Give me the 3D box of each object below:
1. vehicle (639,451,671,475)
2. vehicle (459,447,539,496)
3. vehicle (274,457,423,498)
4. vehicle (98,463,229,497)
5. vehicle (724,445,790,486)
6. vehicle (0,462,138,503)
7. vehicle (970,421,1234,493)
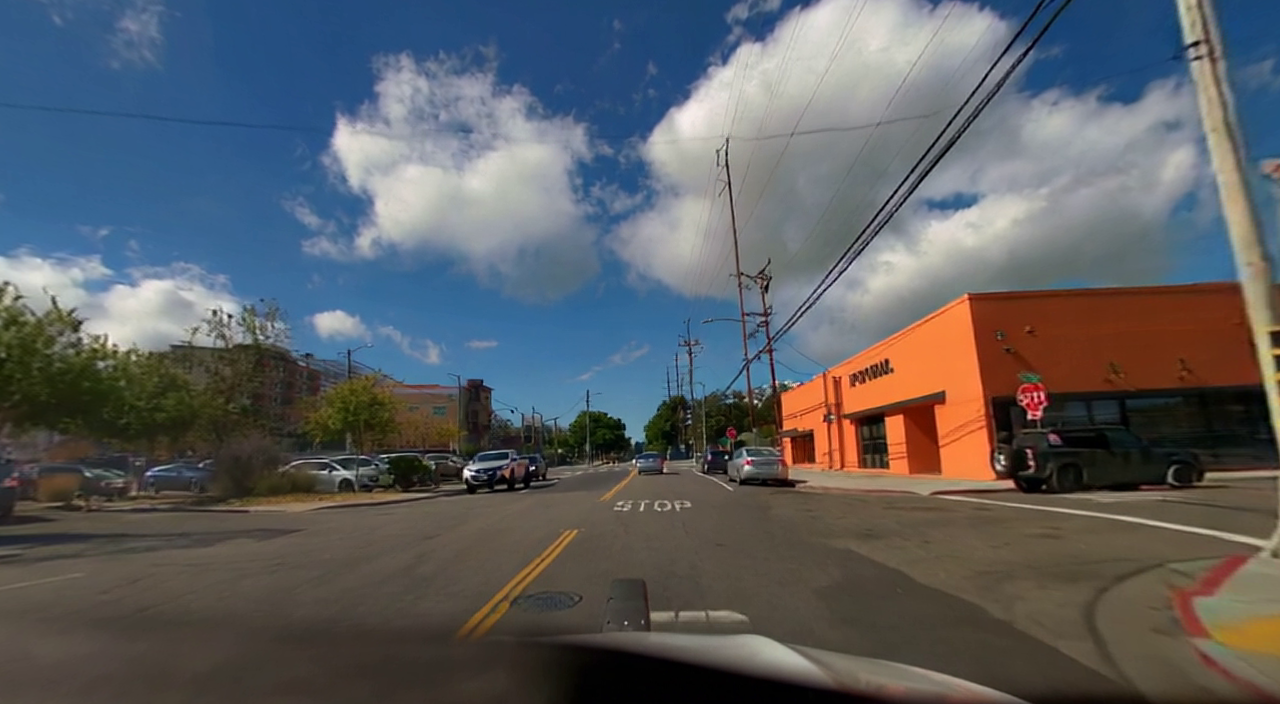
[{"bbox_3d":[0.925,7.444,42.348,2.033,1.464,4.645,0,-8,0],"label":"vehicle"},{"bbox_3d":[-5.575,4.779,25.731,2.146,1.775,5.117,0,-8,-1],"label":"vehicle"},{"bbox_3d":[-11.522,4.979,25.193,4.968,1.493,1.961,0,-8,-2],"label":"vehicle"},{"bbox_3d":[-22.869,6.136,30.374,4.660,1.488,1.930,0,-8,-2],"label":"vehicle"},{"bbox_3d":[4.476,4.408,24.837,1.840,1.452,4.517,0,-8,2],"label":"vehicle"},{"bbox_3d":[-22.792,5.120,24.836,4.394,1.444,1.850,0,-8,-1],"label":"vehicle"},{"bbox_3d":[11.589,2.652,16.073,5.255,1.688,1.994,1,-9,-4],"label":"vehicle"}]
